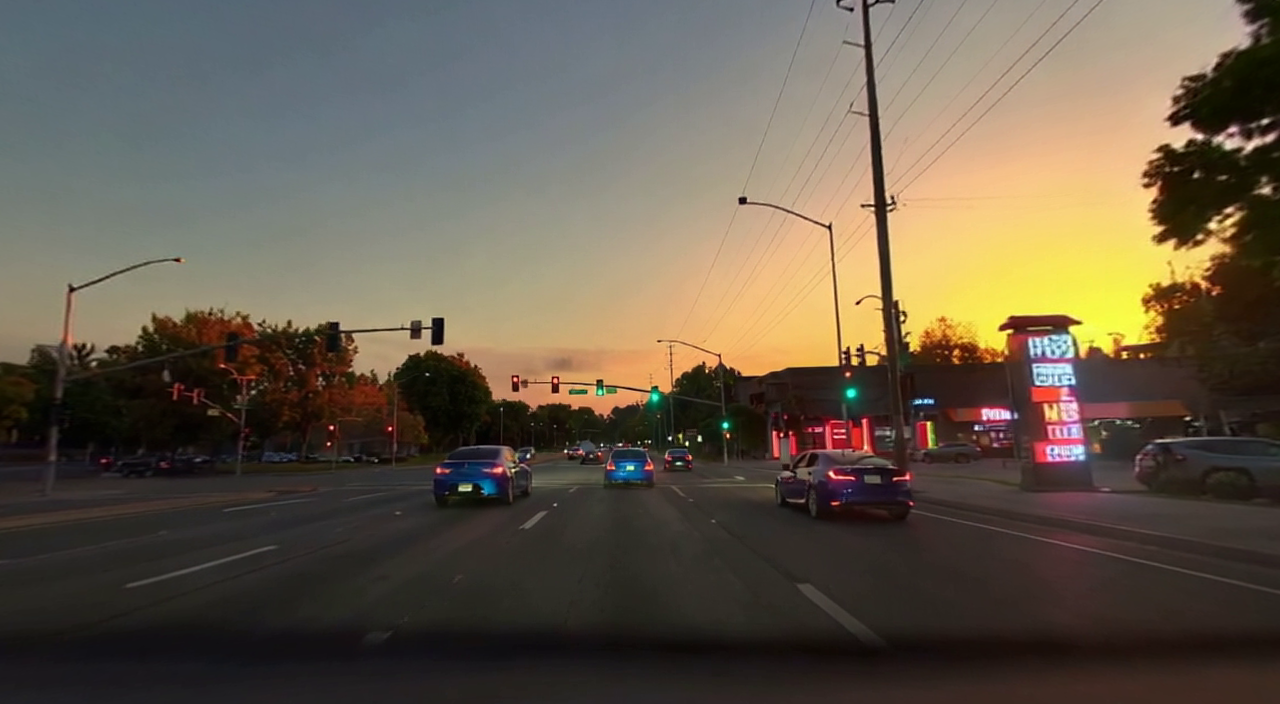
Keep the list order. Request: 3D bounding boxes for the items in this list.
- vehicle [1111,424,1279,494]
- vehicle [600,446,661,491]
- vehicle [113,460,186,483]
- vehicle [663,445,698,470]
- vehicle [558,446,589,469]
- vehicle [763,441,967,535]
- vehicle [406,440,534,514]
[{"bbox_3d":[15.842,2.806,16.796,4.941,1.697,2.128,0,-8,-3],"label":"vehicle"},{"bbox_3d":[-0.379,4.293,23.682,2.072,1.473,4.139,0,-8,-2],"label":"vehicle"},{"bbox_3d":[-37.892,9.207,48.855,3.931,1.653,2.134,-1,-9,6],"label":"vehicle"},{"bbox_3d":[2.777,7.371,44.262,1.986,1.660,4.006,0,-8,-3],"label":"vehicle"},{"bbox_3d":[-5.017,8.025,48.240,1.932,1.606,4.157,0,-8,-1],"label":"vehicle"},{"bbox_3d":[4.123,2.565,12.703,2.119,1.479,4.910,0,-8,-3],"label":"vehicle"},{"bbox_3d":[-4.073,3.049,16.045,2.035,1.564,4.702,0,-8,-1],"label":"vehicle"}]
